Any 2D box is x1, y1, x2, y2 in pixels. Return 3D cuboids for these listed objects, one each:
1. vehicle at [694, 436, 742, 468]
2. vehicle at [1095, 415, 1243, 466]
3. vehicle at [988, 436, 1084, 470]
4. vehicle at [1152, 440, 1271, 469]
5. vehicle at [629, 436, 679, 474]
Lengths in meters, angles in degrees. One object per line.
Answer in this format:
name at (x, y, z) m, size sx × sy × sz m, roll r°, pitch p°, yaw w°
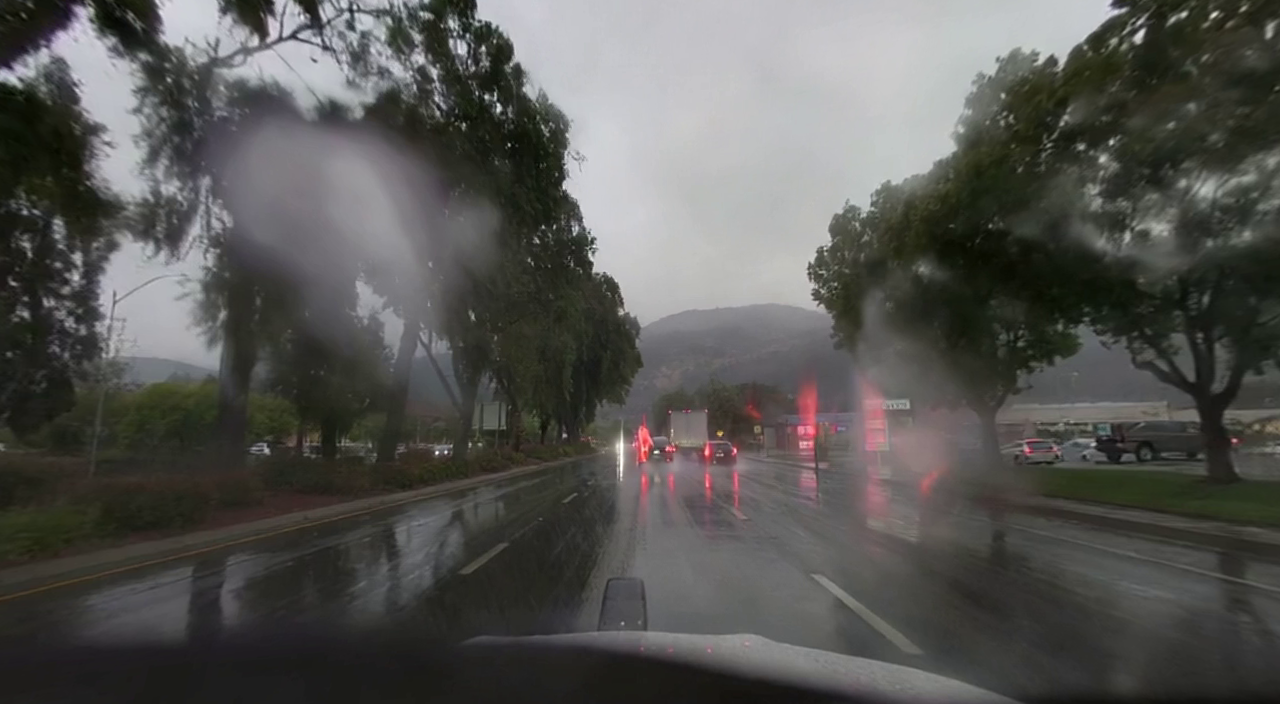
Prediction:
vehicle at (4.269, 5.554, 34.984) m, size 2.088 × 1.655 × 4.360 m, roll 0°, pitch -8°, yaw 0°
vehicle at (29.286, 4.917, 34.929) m, size 5.896 × 2.709 × 2.318 m, roll 0°, pitch -8°, yaw 1°
vehicle at (20.010, 5.119, 31.974) m, size 2.068 × 1.627 × 4.269 m, roll 0°, pitch -8°, yaw 0°
vehicle at (29.020, 5.203, 31.976) m, size 4.127 × 1.422 × 1.937 m, roll 0°, pitch -8°, yaw -1°
vehicle at (0.595, 4.794, 29.546) m, size 2.193 × 1.651 × 3.946 m, roll 0°, pitch -8°, yaw 0°
